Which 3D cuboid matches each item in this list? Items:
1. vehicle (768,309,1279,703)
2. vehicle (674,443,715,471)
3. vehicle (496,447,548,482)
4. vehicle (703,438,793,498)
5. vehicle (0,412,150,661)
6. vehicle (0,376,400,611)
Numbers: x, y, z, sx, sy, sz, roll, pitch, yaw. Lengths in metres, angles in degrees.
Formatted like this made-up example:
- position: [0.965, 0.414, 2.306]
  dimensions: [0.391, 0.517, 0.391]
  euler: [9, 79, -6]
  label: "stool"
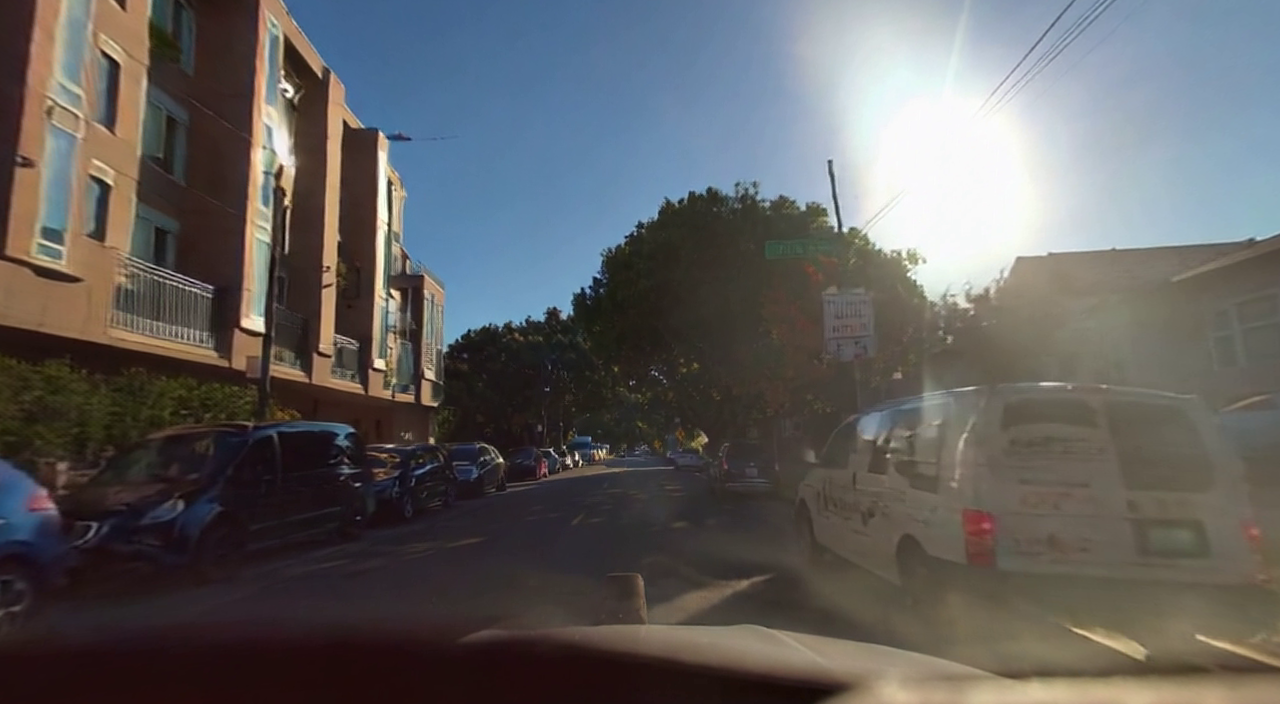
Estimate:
- position: [2.776, 1.003, 5.032]
  dimensions: [2.259, 2.119, 5.281]
  euler: [-1, -2, -2]
  label: "vehicle"
- position: [3.068, 6.038, 36.320]
  dimensions: [1.835, 1.490, 4.134]
  euler: [0, -9, -2]
  label: "vehicle"
- position: [-5.397, 5.163, 29.296]
  dimensions: [1.722, 1.491, 3.431]
  euler: [0, -9, 0]
  label: "vehicle"
- position: [2.979, 3.297, 18.234]
  dimensions: [1.903, 1.512, 3.900]
  euler: [0, -9, 0]
  label: "vehicle"
- position: [-5.451, 1.124, 3.339]
  dimensions: [1.838, 1.725, 4.660]
  euler: [0, -9, 2]
  label: "vehicle"
- position: [-5.444, 1.723, 8.660]
  dimensions: [2.196, 2.059, 5.748]
  euler: [-2, -9, -1]
  label: "vehicle"
